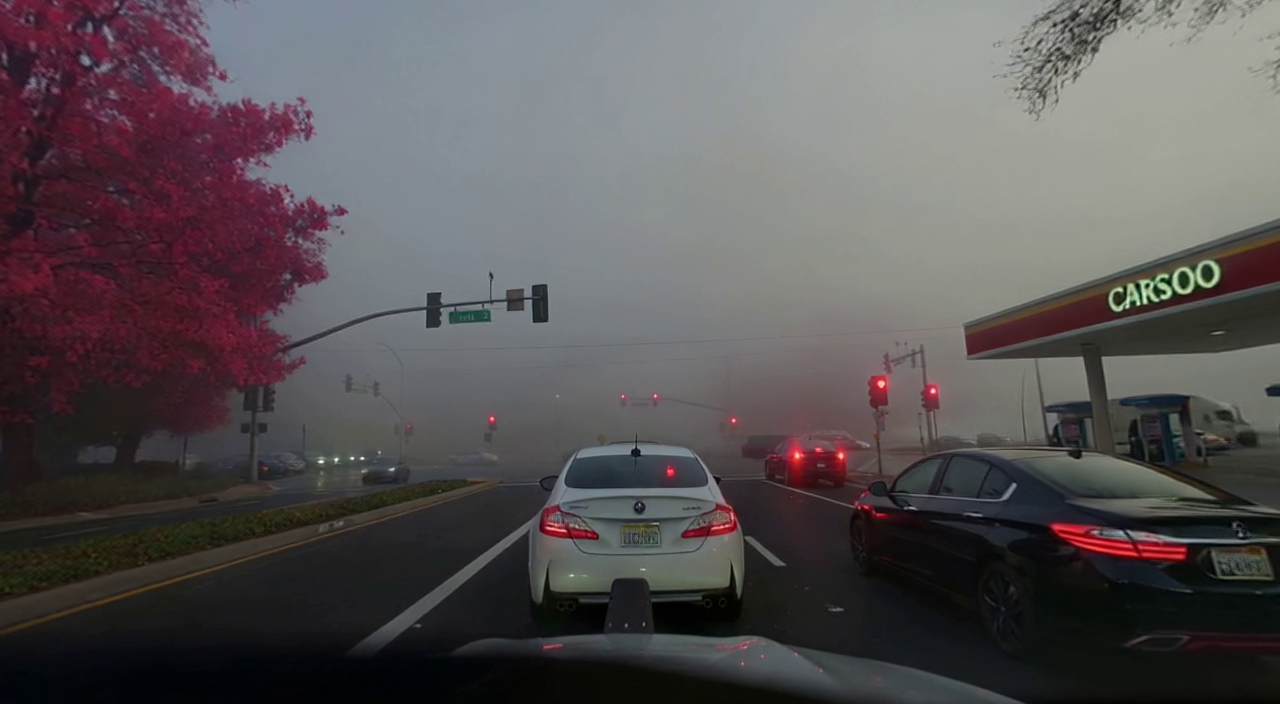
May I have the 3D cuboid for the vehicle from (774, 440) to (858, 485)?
[{"bbox_3d":[6.551,4.149,24.028,1.942,1.511,4.390,0,-8,0],"label":"vehicle"}]

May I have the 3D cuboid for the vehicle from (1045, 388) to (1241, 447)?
[{"bbox_3d":[34.164,4.534,43.093,10.890,3.868,3.021,0,-8,-3],"label":"vehicle"}]

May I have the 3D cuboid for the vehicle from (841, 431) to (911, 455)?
[{"bbox_3d":[18.281,7.048,49.017,4.656,1.605,1.942,-3,-8,4],"label":"vehicle"}]

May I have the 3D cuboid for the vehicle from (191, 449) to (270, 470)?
[{"bbox_3d":[-29.404,7.746,45.331,4.466,1.438,1.837,-1,-8,5],"label":"vehicle"}]

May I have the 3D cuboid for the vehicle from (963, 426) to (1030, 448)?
[{"bbox_3d":[27.104,6.512,48.016,3.968,1.572,1.740,0,-9,4],"label":"vehicle"}]

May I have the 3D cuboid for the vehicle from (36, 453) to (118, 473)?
[{"bbox_3d":[-41.443,8.185,46.437,4.511,1.407,1.764,-1,-8,4],"label":"vehicle"}]

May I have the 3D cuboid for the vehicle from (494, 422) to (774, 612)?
[{"bbox_3d":[-0.062,1.605,7.086,2.213,1.482,4.057,0,-8,0],"label":"vehicle"}]

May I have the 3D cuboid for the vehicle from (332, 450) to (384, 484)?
[{"bbox_3d":[-13.801,5.516,30.693,1.944,1.465,4.609,4,-9,-27],"label":"vehicle"}]

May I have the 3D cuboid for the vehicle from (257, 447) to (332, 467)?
[{"bbox_3d":[-26.728,8.110,48.816,4.806,1.472,1.886,-1,-8,5],"label":"vehicle"}]

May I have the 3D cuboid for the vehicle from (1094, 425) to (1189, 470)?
[{"bbox_3d":[18.590,3.515,23.280,4.300,1.495,2.053,8,-12,-43],"label":"vehicle"}]
